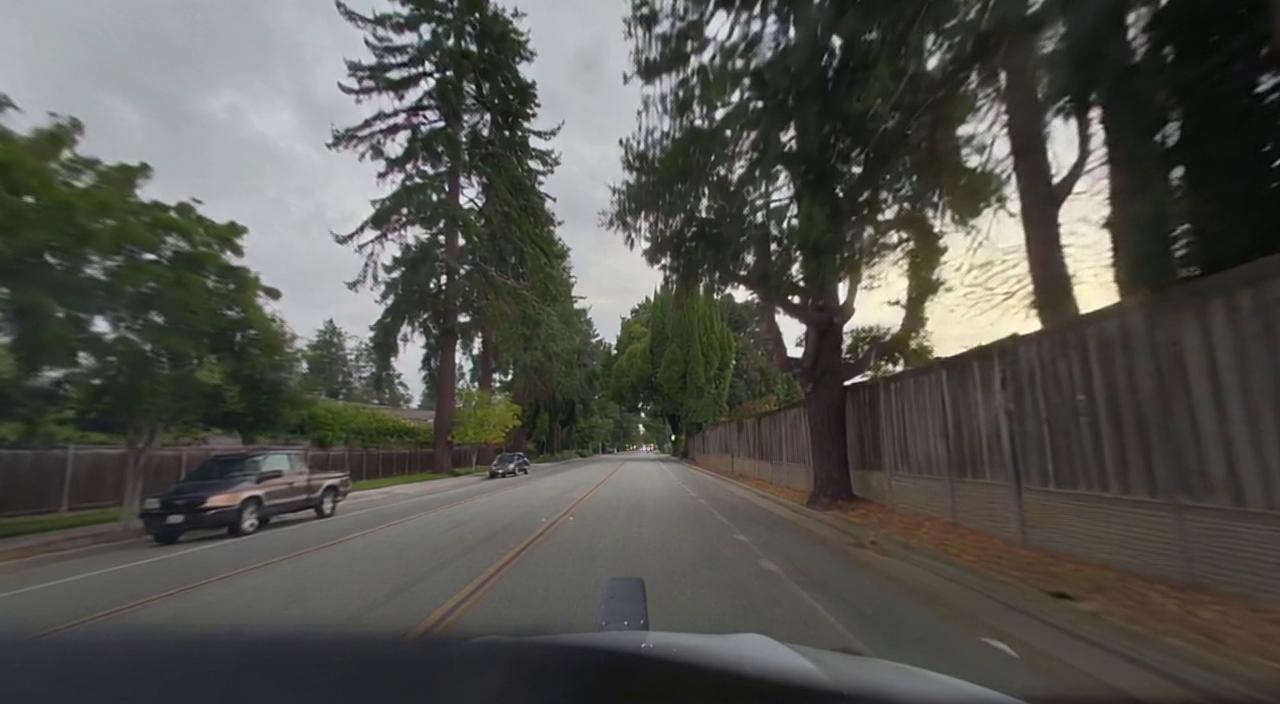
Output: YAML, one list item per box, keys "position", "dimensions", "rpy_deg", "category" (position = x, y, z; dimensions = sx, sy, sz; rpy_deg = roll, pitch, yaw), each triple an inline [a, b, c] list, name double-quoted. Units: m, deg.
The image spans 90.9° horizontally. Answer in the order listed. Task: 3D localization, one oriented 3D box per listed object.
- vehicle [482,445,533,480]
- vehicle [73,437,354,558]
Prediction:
- position: [-7.537, 6.280, 36.188]
  dimensions: [1.945, 1.760, 4.021]
  rpy_deg: [-3, -8, 2]
  category: "vehicle"
- position: [-7.477, 2.507, 11.807]
  dimensions: [1.999, 1.714, 4.517]
  rpy_deg: [-3, -8, 3]
  category: "vehicle"
